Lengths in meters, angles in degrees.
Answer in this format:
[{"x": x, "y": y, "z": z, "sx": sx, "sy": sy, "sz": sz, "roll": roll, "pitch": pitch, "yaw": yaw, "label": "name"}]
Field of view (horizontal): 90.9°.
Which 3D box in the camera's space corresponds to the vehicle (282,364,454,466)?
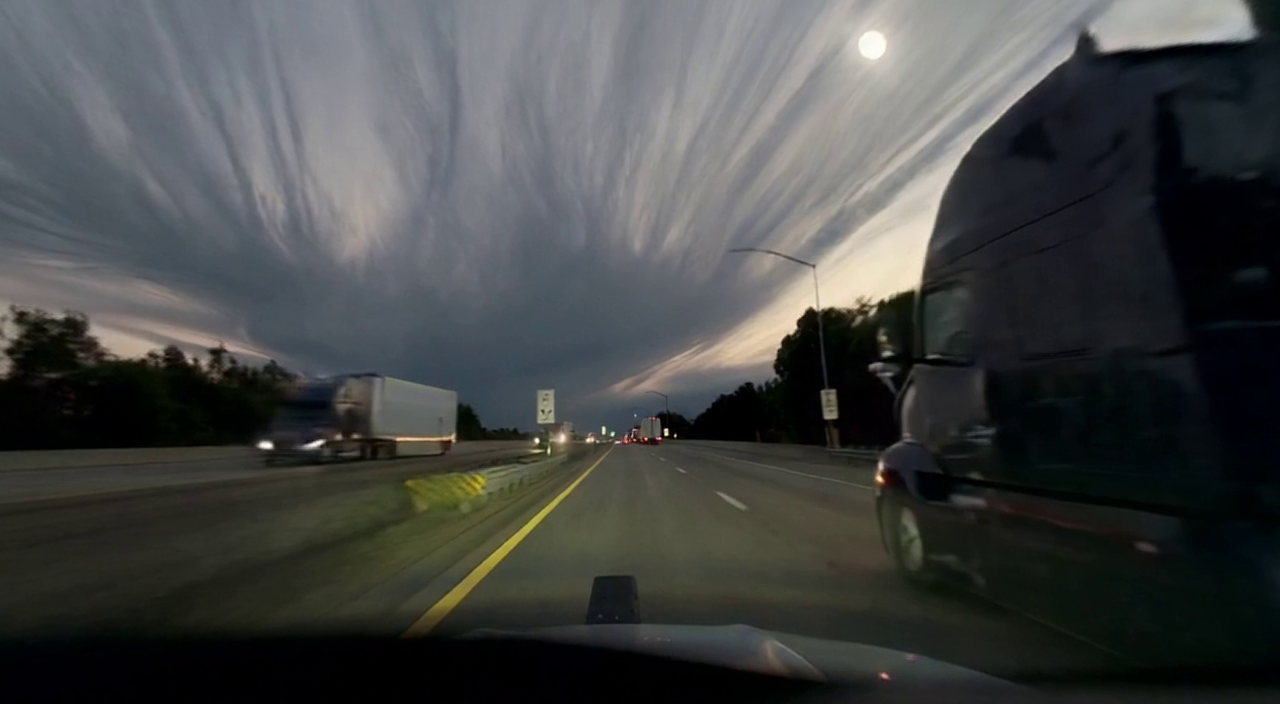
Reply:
[{"x": -13.136, "y": 3.504, "z": 32.814, "sx": 2.913, "sy": 4.132, "sz": 14.438, "roll": 0, "pitch": -8, "yaw": -1, "label": "vehicle"}]
